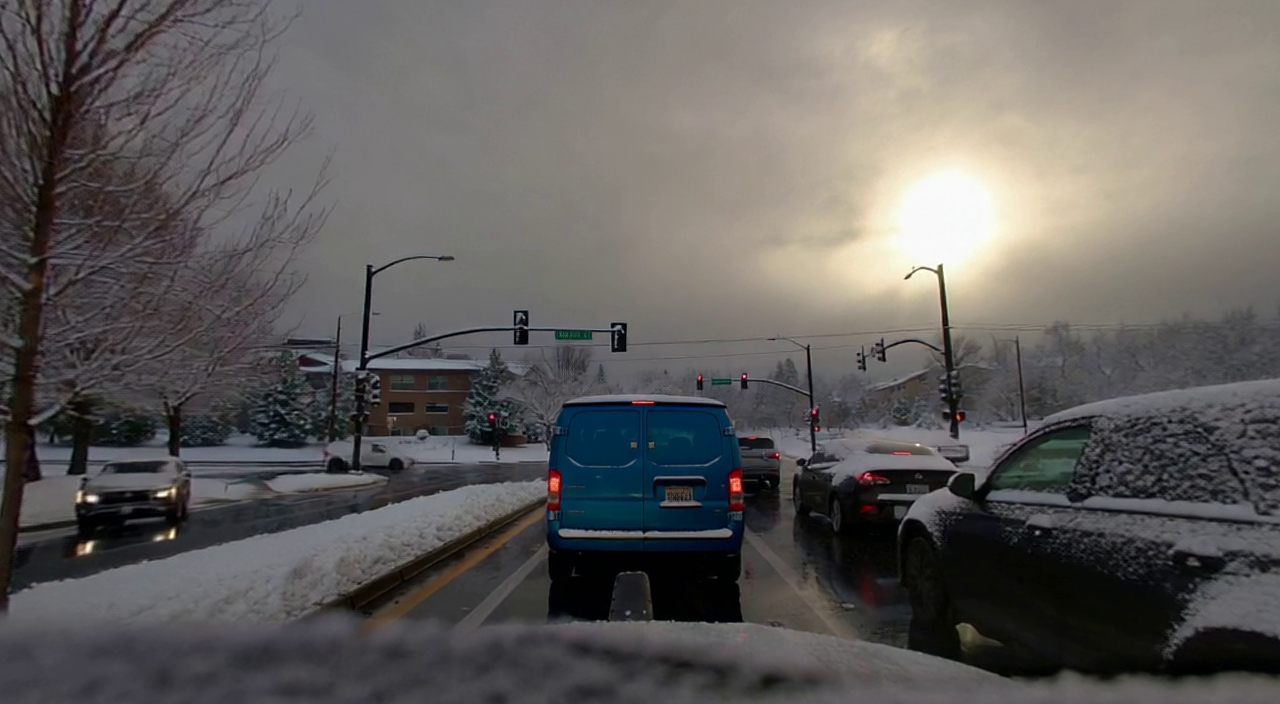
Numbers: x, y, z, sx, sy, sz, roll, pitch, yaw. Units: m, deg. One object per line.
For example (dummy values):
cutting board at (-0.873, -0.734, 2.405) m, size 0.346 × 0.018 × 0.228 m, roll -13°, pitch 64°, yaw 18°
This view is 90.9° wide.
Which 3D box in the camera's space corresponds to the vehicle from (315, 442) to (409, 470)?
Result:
vehicle at (-15.779, 5.911, 36.036) m, size 4.498 × 1.547 × 1.886 m, roll 1°, pitch -8°, yaw -9°

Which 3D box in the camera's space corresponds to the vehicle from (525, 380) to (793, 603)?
vehicle at (0.172, 1.468, 7.447) m, size 2.185 × 1.822 × 4.391 m, roll 0°, pitch -8°, yaw 1°

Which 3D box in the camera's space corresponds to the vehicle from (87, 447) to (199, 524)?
vehicle at (-12.799, 3.292, 16.285) m, size 2.023 × 1.488 × 4.654 m, roll 0°, pitch -7°, yaw -38°

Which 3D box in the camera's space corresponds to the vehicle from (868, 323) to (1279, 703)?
vehicle at (2.899, 0.951, 3.177) m, size 1.971 × 1.663 × 4.287 m, roll 0°, pitch -8°, yaw 2°
